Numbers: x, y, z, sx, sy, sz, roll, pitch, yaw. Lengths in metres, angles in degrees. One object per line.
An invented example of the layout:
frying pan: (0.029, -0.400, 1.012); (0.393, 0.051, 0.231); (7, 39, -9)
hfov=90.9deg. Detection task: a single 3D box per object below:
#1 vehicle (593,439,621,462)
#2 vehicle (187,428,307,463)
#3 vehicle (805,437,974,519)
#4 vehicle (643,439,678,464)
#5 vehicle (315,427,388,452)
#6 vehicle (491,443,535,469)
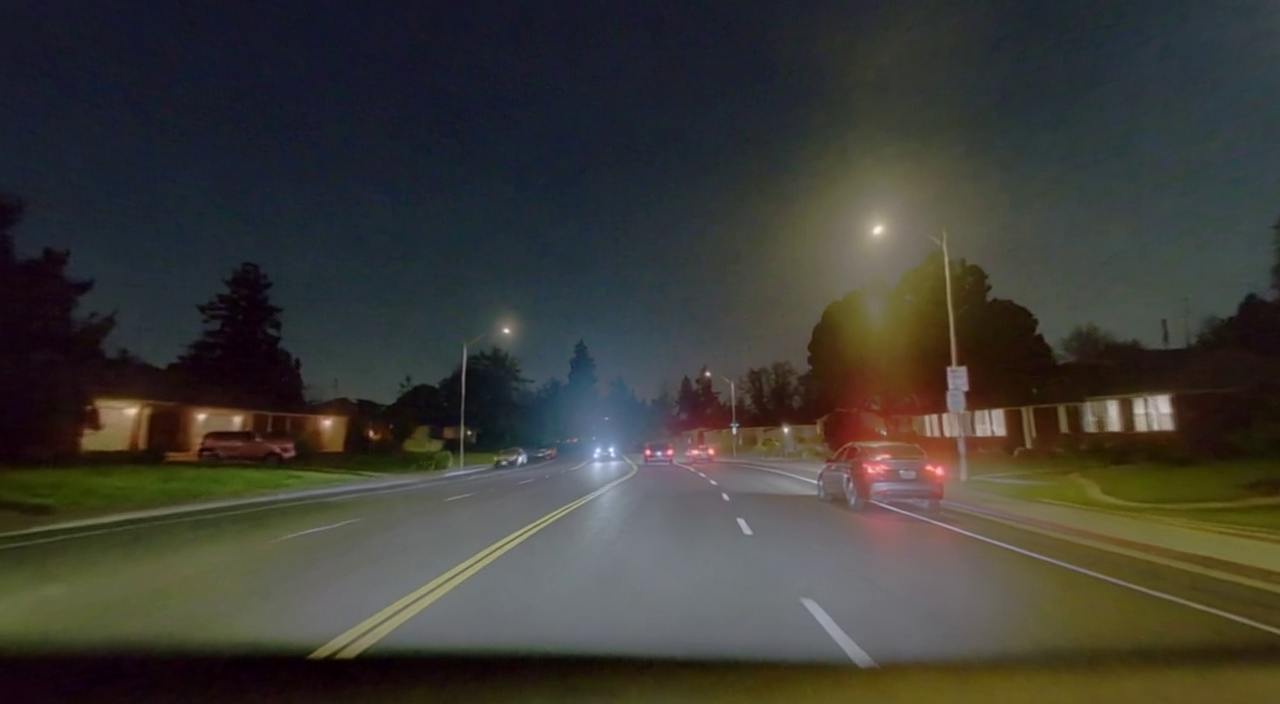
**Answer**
vehicle: (-2.606, 7.673, 49.054); (2.081, 1.721, 4.228); (1, -8, -5)
vehicle: (-18.415, 4.415, 29.672); (4.377, 1.570, 1.871); (0, -8, 1)
vehicle: (5.186, 2.653, 13.844); (1.934, 1.506, 4.282); (0, -8, 0)
vehicle: (1.362, 6.917, 43.939); (2.106, 1.667, 4.367); (0, -8, -3)
vehicle: (-22.722, 6.939, 49.737); (4.772, 1.877, 2.038); (1, -8, -8)
vehicle: (-8.759, 7.190, 43.956); (2.038, 1.690, 4.825); (0, -8, 0)
